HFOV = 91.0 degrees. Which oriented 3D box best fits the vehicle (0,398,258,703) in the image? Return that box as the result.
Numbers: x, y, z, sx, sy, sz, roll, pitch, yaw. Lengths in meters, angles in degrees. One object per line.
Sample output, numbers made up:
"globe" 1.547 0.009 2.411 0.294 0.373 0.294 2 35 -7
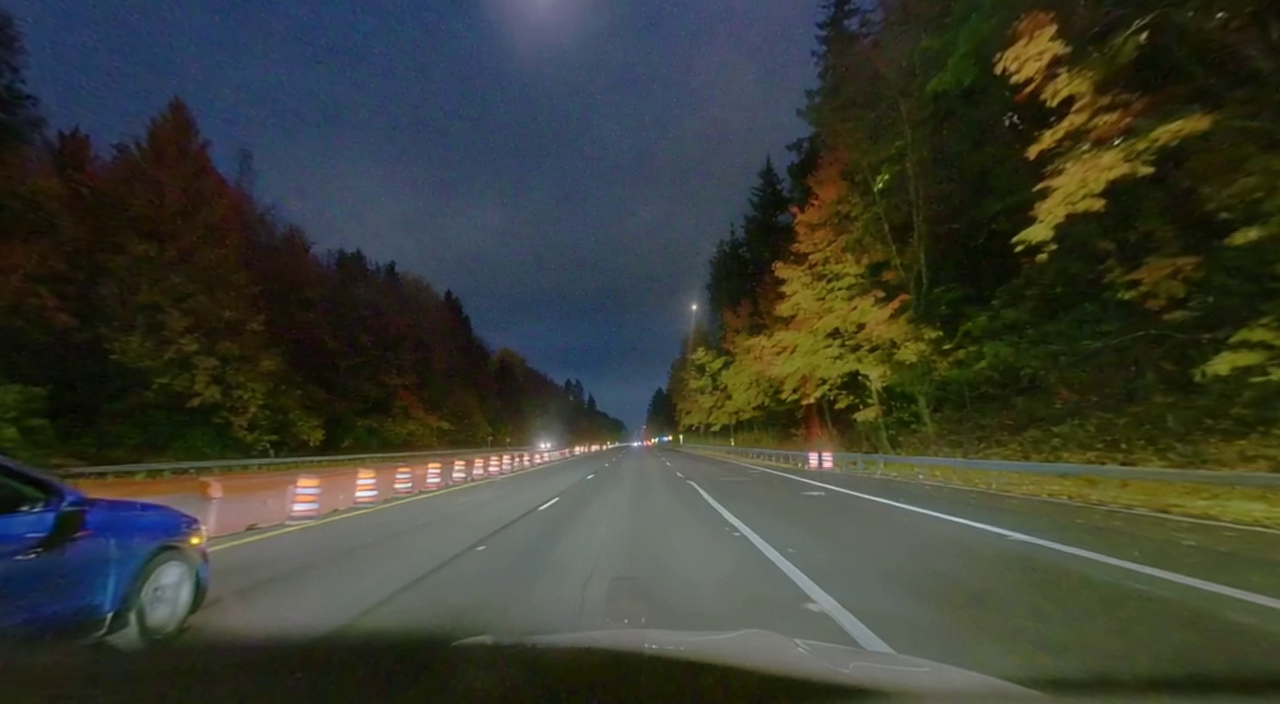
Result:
"vehicle" -3.917 0.949 2.744 1.902 1.505 4.016 0 -8 1
